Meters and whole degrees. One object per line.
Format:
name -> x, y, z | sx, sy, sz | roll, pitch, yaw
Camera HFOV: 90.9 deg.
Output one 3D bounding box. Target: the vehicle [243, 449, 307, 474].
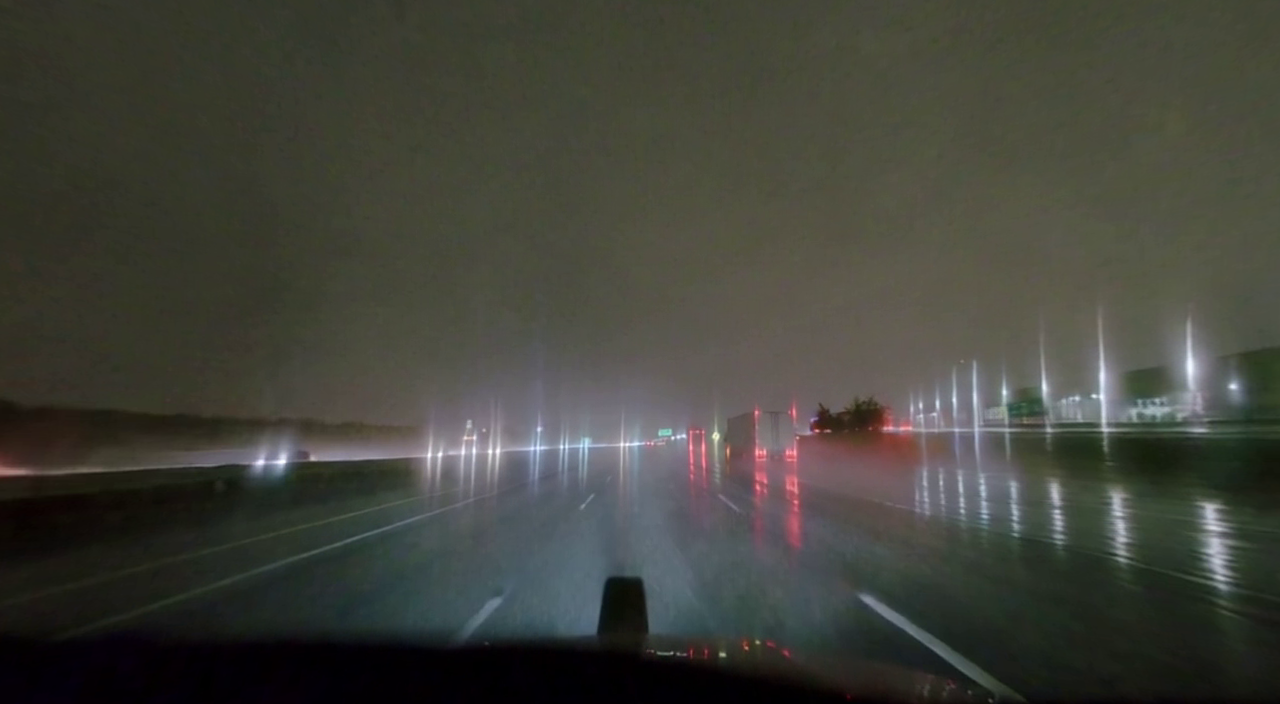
vehicle -> -28.122, 8.405, 48.776 | 1.904, 1.737, 5.059 | 0, -8, 1
